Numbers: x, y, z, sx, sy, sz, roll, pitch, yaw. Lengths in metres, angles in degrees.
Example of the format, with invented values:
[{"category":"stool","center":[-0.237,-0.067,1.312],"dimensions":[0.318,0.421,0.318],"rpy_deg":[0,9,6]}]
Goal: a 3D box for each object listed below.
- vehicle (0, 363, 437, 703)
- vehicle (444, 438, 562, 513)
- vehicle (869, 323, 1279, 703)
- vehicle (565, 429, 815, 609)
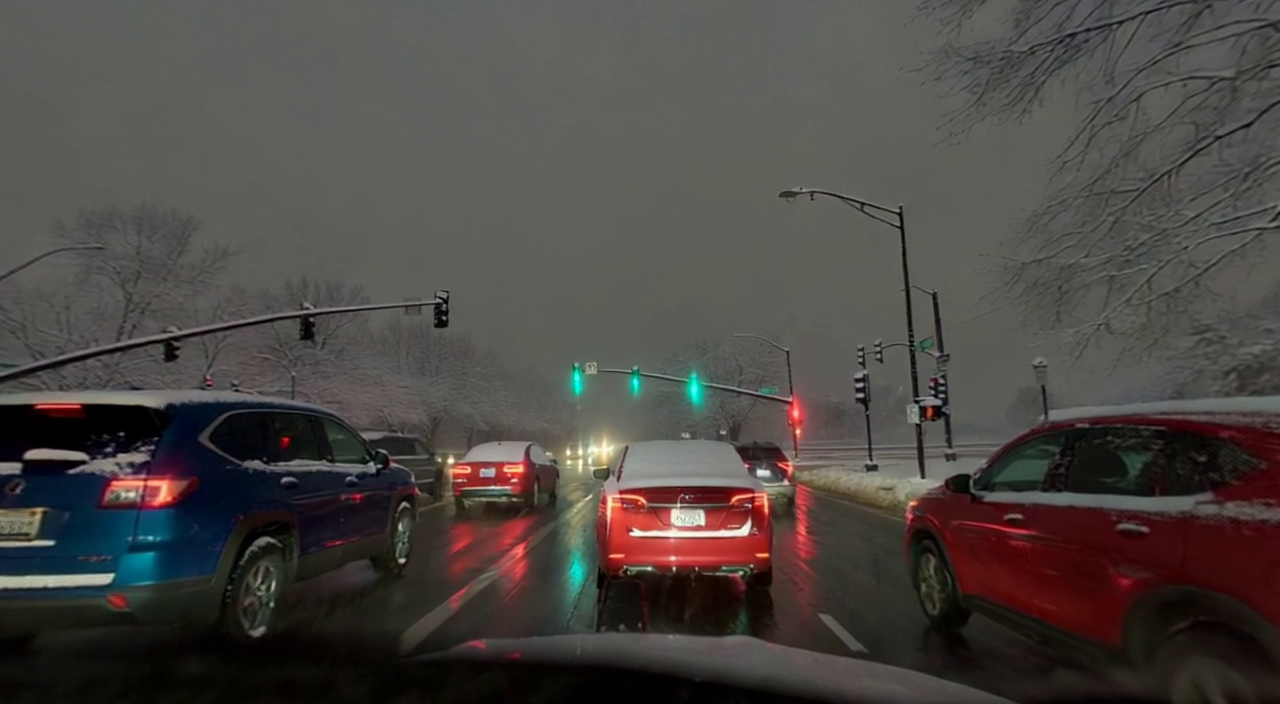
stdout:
[{"category":"vehicle","center":[-3.447,1.252,5.419],"dimensions":[1.889,1.767,4.289],"rpy_deg":[0,-8,1]},{"category":"vehicle","center":[-3.077,2.851,15.024],"dimensions":[1.868,1.516,4.114],"rpy_deg":[0,-8,1]},{"category":"vehicle","center":[3.072,1.001,3.522],"dimensions":[1.880,1.747,4.500],"rpy_deg":[0,-8,0]},{"category":"vehicle","center":[0.398,1.673,7.206],"dimensions":[2.051,1.460,3.932],"rpy_deg":[0,-8,0]}]
